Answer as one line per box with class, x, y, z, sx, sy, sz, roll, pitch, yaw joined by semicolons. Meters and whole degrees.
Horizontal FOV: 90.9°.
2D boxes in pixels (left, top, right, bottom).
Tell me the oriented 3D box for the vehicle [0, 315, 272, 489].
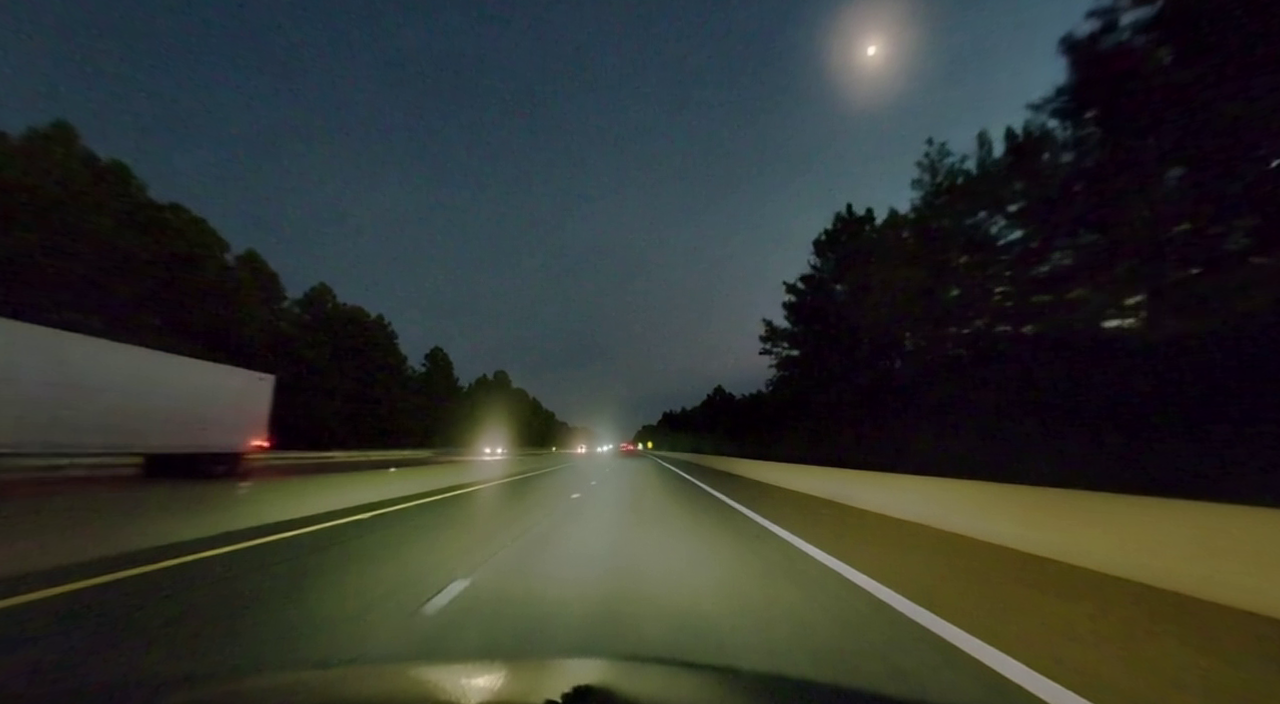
vehicle;-16.646;1.757;18.562;2.924;4.069;14.387;0;-9;0
